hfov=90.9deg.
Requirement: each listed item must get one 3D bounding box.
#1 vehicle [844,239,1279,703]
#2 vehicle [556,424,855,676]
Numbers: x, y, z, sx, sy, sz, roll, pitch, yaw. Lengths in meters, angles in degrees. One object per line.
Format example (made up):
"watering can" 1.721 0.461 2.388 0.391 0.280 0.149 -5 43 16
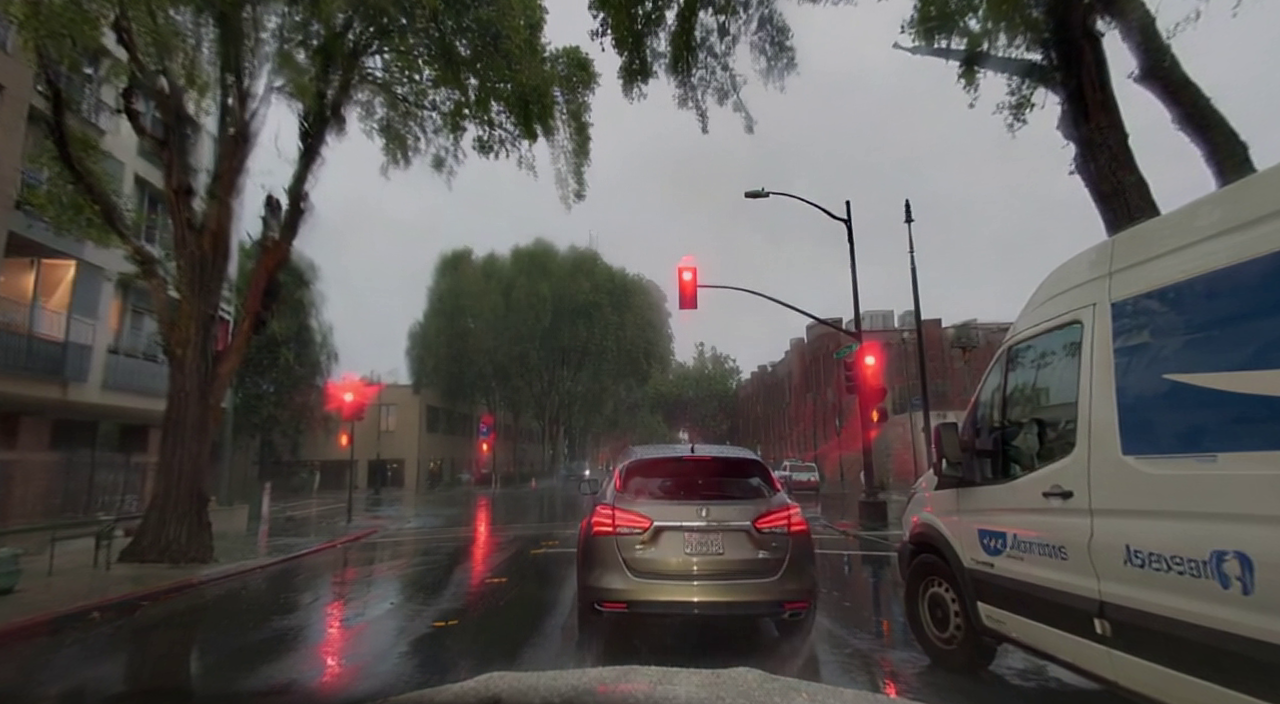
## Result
"vehicle" 2.852 0.880 2.865 2.054 1.965 5.248 1 -11 0
"vehicle" 0.382 1.647 6.041 1.961 1.629 3.610 1 -10 -2
